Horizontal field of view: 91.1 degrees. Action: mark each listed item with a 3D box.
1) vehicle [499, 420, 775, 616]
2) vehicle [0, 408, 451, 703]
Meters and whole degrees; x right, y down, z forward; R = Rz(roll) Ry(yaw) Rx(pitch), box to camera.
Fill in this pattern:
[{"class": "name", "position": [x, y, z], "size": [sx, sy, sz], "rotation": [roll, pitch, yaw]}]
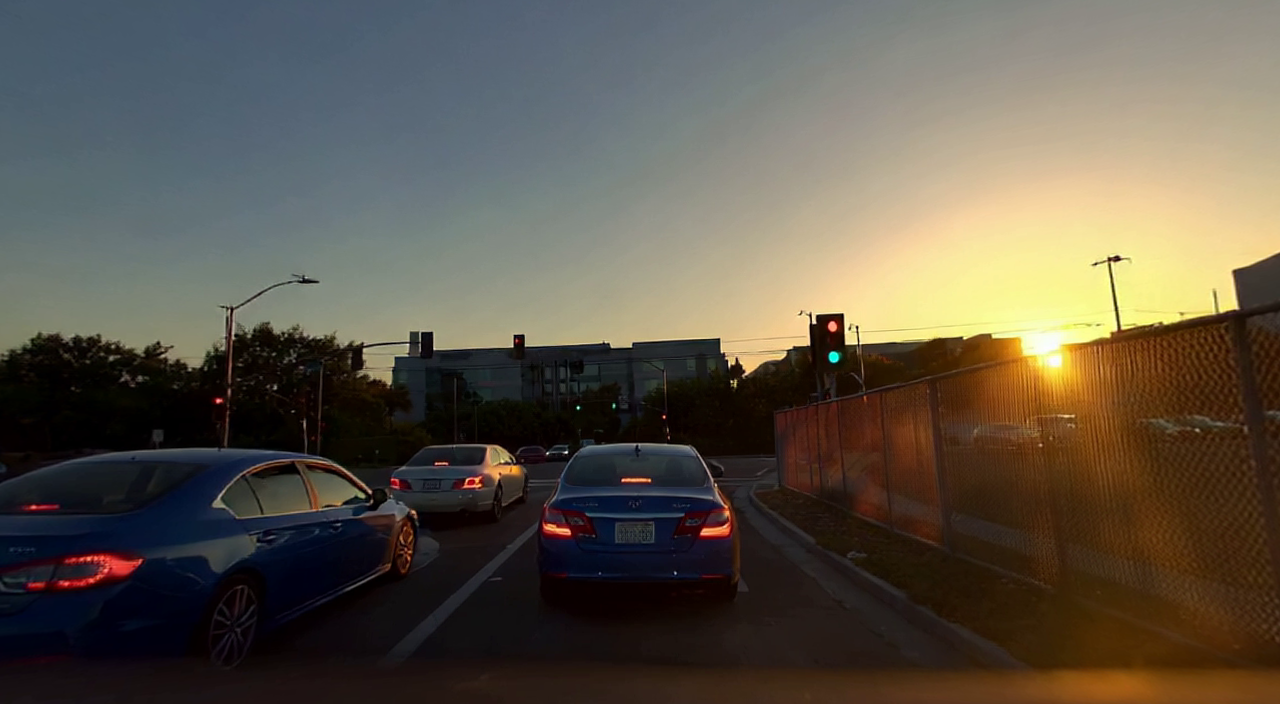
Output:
[{"class": "vehicle", "position": [-0.015, 1.601, 6.993], "size": [2.144, 1.514, 4.063], "rotation": [0, -9, 0]}, {"class": "vehicle", "position": [-3.211, 1.316, 4.857], "size": [1.971, 1.488, 4.581], "rotation": [0, -9, 1]}]
